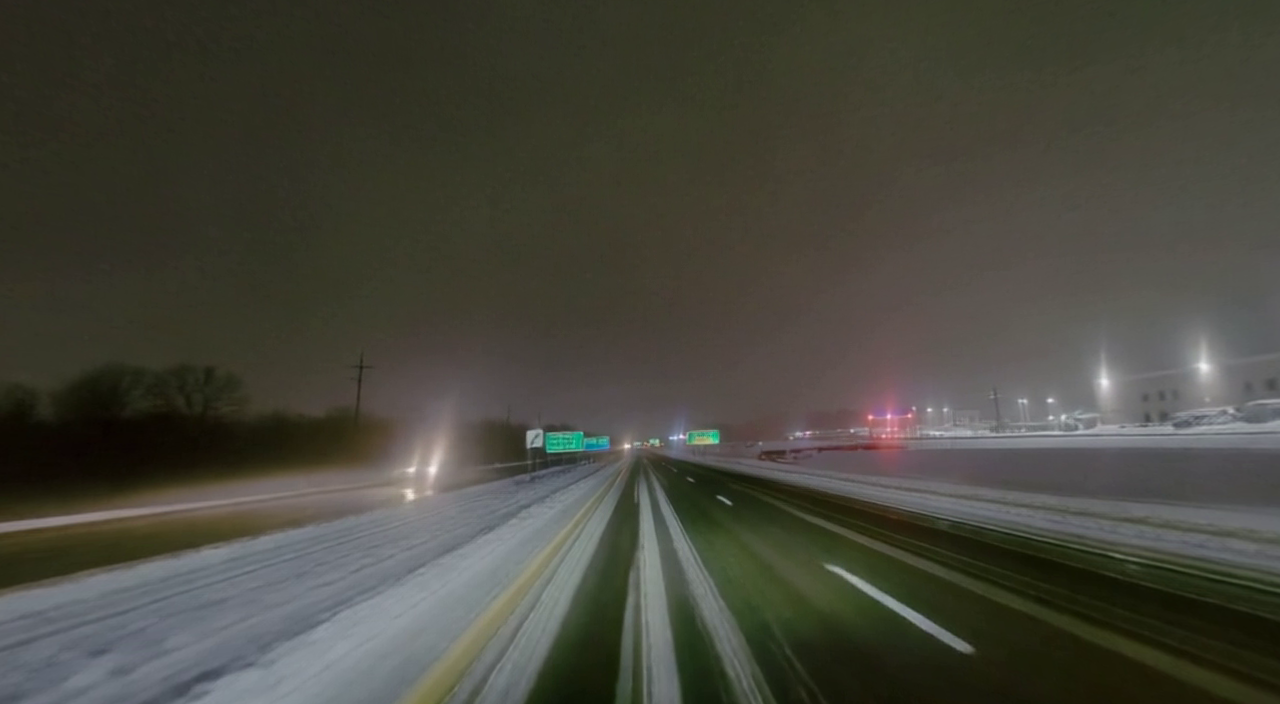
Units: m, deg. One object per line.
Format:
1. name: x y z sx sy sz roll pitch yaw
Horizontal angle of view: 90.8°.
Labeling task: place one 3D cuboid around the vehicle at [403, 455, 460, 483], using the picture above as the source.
1. vehicle: -11.699 6.576 35.645 1.871 1.469 3.687 0 -9 1
